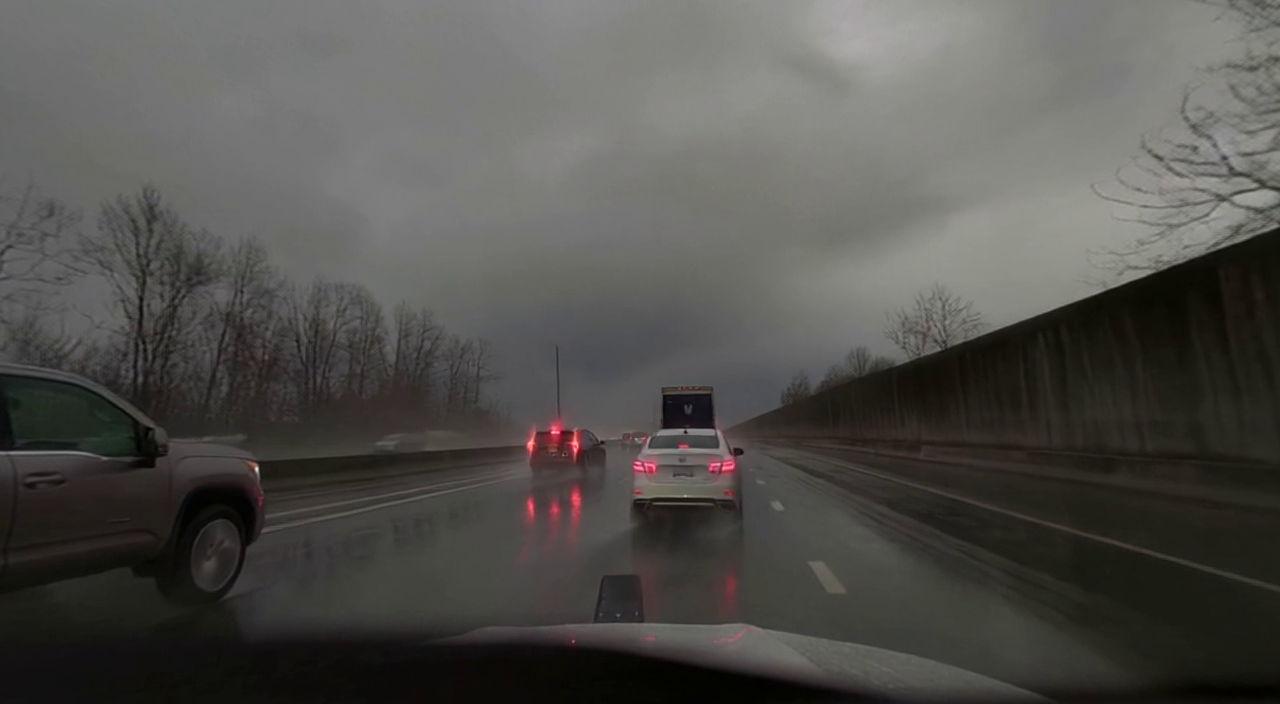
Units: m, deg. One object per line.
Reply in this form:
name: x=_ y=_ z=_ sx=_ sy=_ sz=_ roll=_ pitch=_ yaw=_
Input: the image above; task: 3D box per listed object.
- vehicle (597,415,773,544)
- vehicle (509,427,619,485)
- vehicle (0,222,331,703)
vehicle: x=0.845 y=1.783 z=9.580 sx=2.089 sy=1.485 sz=4.153 roll=-1 pitch=-8 yaw=9
vehicle: x=-2.044 y=2.965 z=18.347 sx=2.087 sy=1.457 sz=4.313 roll=-1 pitch=-8 yaw=9
vehicle: x=-4.462 y=0.548 z=3.080 sx=2.386 sy=2.435 sz=5.831 roll=-1 pitch=-8 yaw=7
